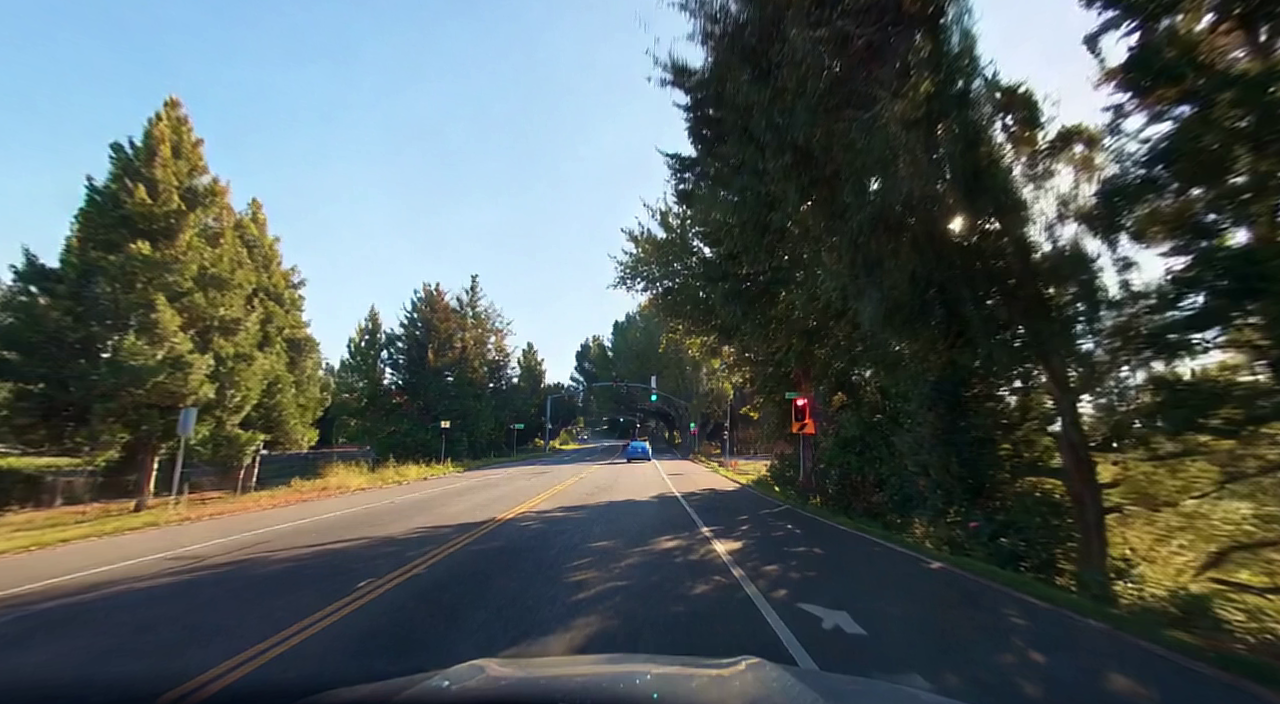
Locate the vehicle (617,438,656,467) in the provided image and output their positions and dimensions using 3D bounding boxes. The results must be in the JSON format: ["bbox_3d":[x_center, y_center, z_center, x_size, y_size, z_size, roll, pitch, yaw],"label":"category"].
[{"bbox_3d":[-0.171,5.505,34.728,2.042,1.489,3.963,0,-8,0],"label":"vehicle"}]
